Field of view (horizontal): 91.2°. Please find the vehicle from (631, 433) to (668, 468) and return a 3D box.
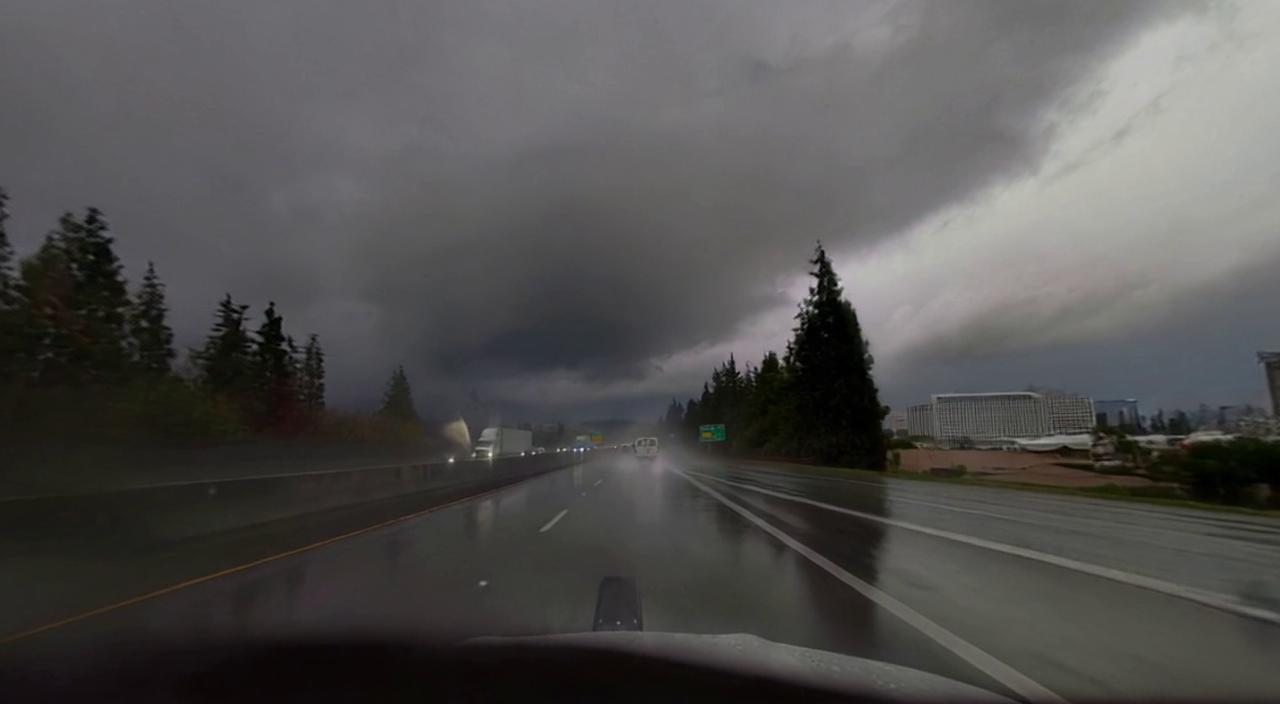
[{"bbox_3d":[0.606,6.321,40.289,2.268,2.122,4.595,-1,-9,1],"label":"vehicle"}]
